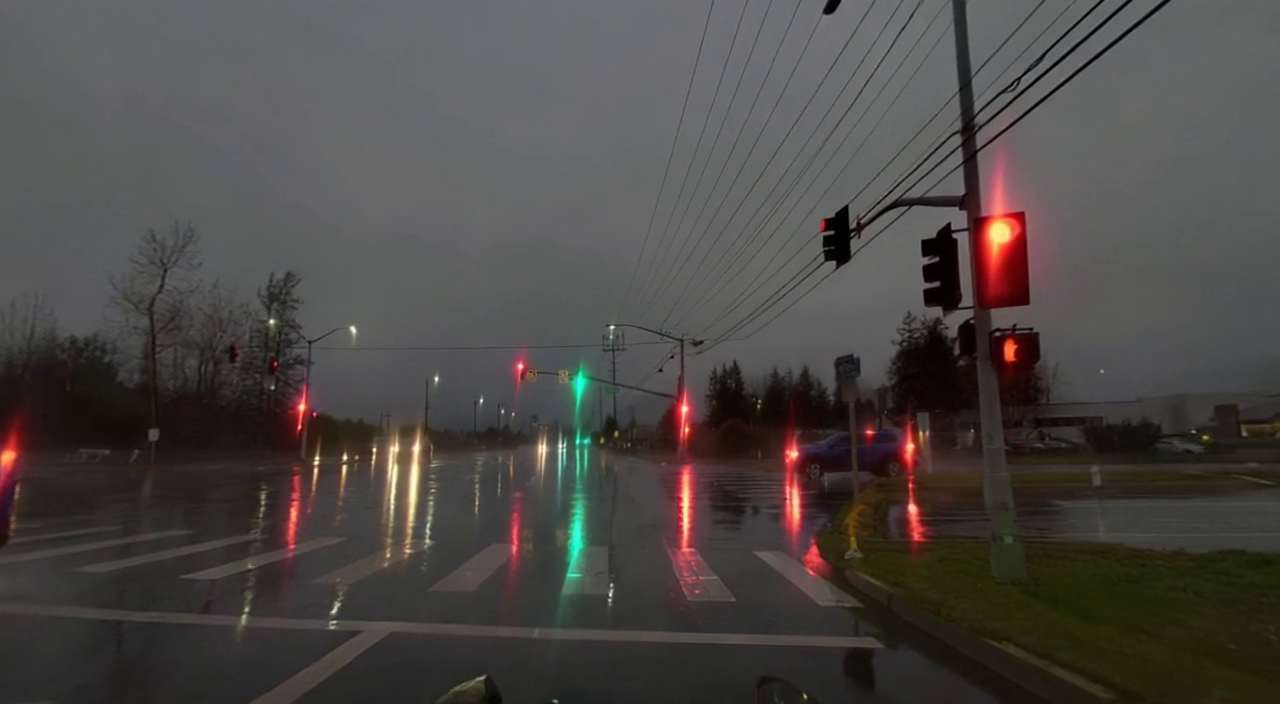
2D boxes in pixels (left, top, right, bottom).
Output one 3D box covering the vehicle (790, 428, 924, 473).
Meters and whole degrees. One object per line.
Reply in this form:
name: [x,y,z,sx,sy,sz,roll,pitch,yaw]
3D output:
vehicle: [8.699,4.021,25.727,4.884,1.714,2.021,-2,-9,12]
